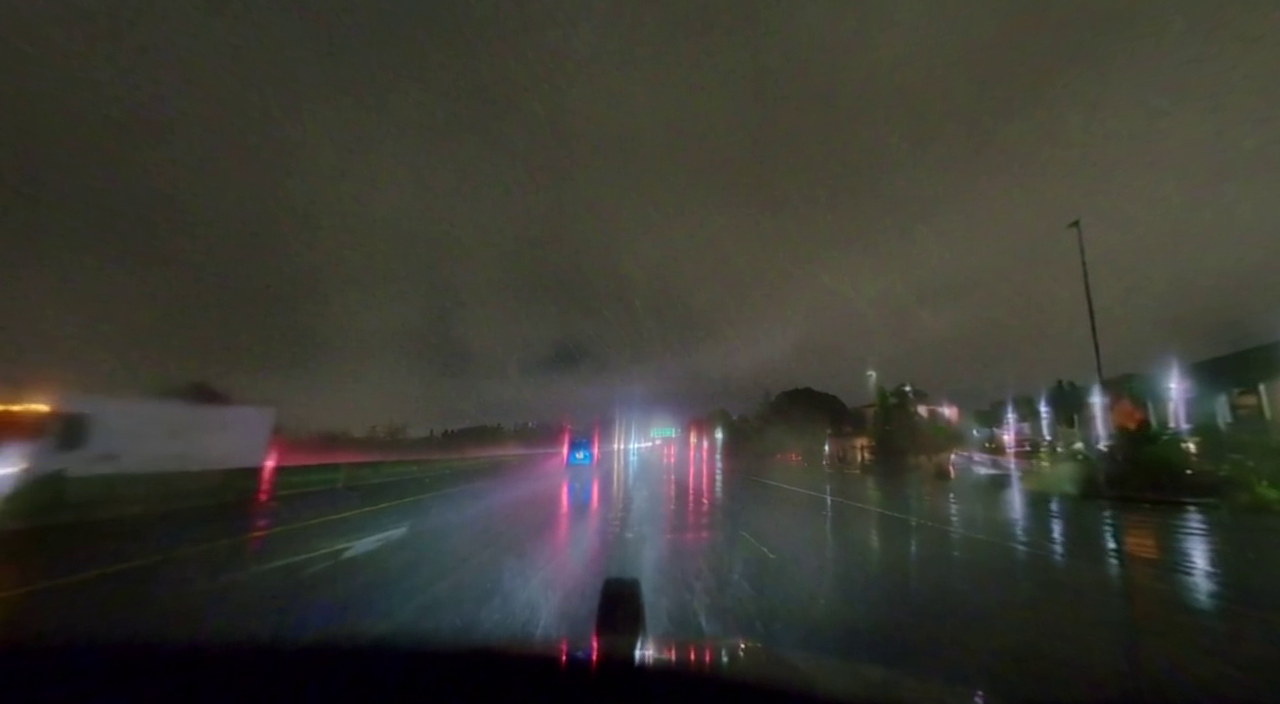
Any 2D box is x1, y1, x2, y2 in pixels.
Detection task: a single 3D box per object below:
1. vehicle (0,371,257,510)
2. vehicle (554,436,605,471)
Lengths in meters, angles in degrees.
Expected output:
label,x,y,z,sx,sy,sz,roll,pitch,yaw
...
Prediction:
label,x,y,z,sx,sy,sz,roll,pitch,yaw
vehicle,-19.418,3.318,23.488,3.063,3.922,11.054,0,-9,1
vehicle,-3.592,6.175,38.538,2.431,1.928,5.760,0,-9,1
